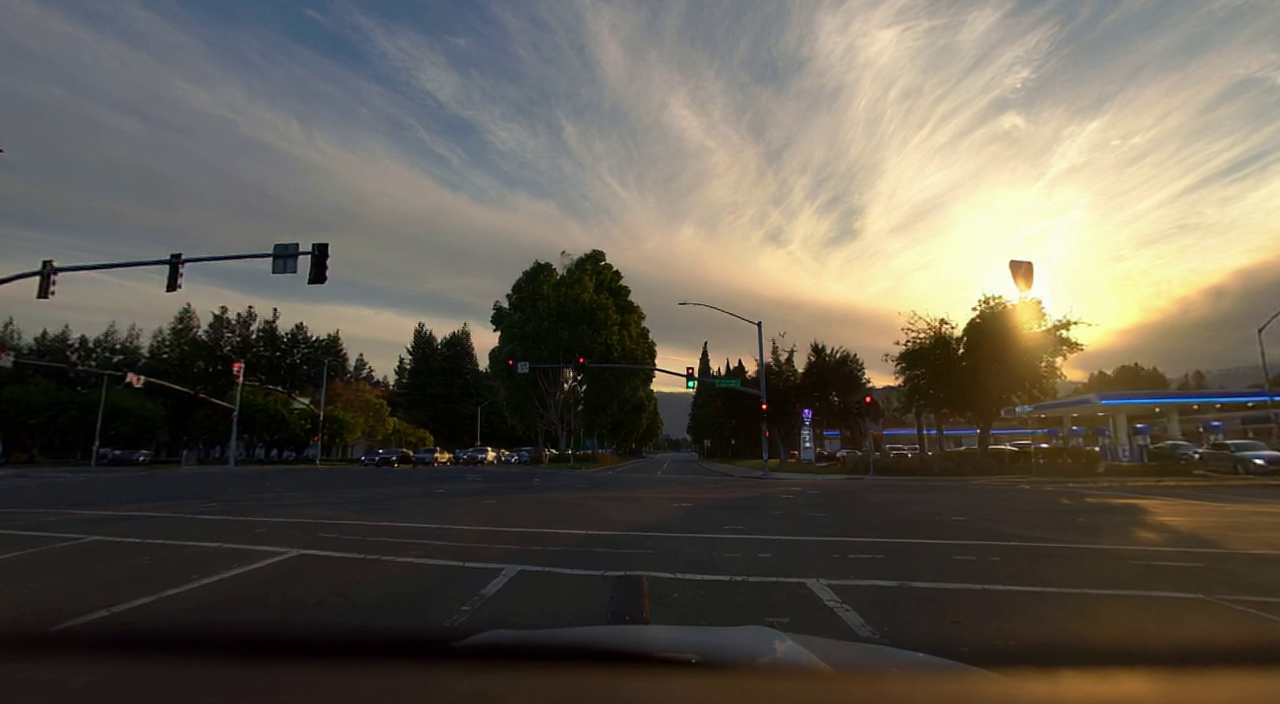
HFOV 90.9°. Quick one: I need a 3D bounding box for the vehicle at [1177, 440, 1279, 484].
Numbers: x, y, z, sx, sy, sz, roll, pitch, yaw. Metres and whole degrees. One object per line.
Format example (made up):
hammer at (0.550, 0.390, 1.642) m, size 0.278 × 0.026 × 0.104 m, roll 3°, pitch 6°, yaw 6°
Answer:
vehicle at (22.088, 3.782, 21.835) m, size 4.716 × 1.455 × 2.060 m, roll -3°, pitch -9°, yaw 17°
